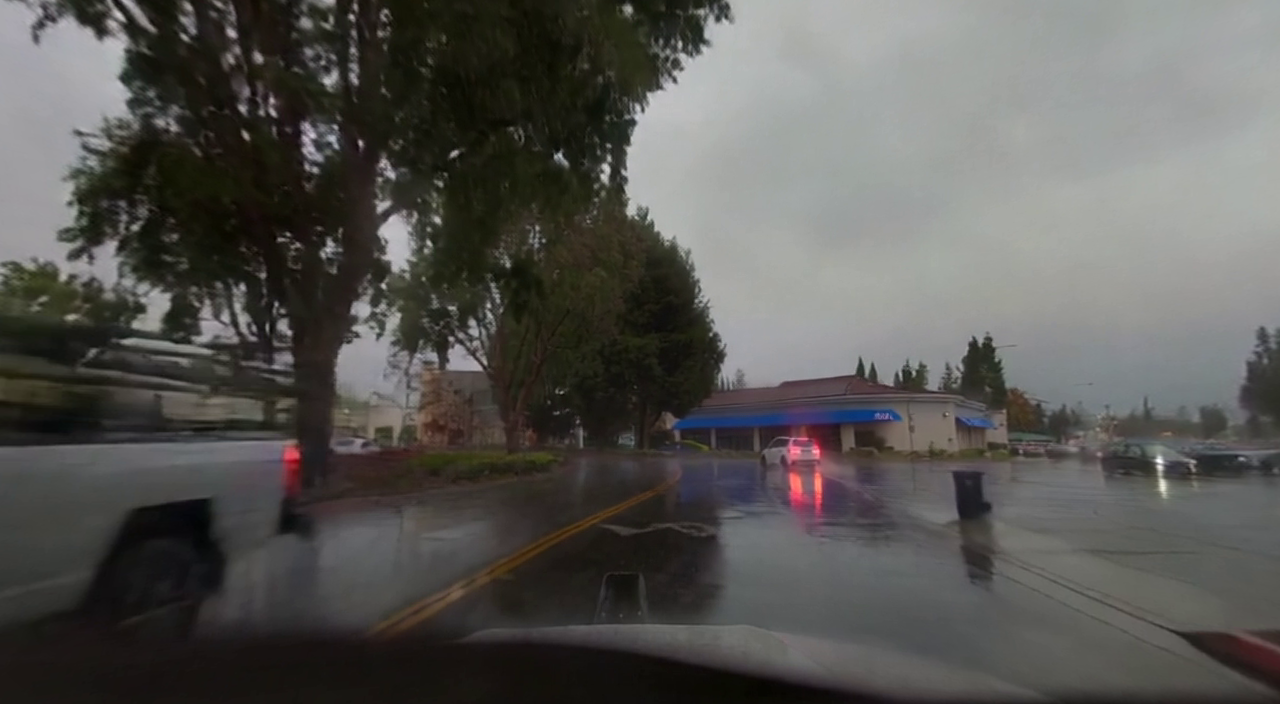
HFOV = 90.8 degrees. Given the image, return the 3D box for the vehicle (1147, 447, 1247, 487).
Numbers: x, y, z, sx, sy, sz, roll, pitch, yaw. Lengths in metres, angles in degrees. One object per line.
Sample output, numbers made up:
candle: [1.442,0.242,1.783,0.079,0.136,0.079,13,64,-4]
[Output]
vehicle: [24.991,5.098,28.306,4.545,1.640,1.866,5,-10,-30]

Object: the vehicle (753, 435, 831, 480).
vehicle: [6.627,4.670,28.240,2.292,1.767,5.128,-1,-8,2]

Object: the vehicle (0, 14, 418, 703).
vehicle: [-3.578,0.313,2.769,2.674,2.815,6.582,-1,-8,1]
